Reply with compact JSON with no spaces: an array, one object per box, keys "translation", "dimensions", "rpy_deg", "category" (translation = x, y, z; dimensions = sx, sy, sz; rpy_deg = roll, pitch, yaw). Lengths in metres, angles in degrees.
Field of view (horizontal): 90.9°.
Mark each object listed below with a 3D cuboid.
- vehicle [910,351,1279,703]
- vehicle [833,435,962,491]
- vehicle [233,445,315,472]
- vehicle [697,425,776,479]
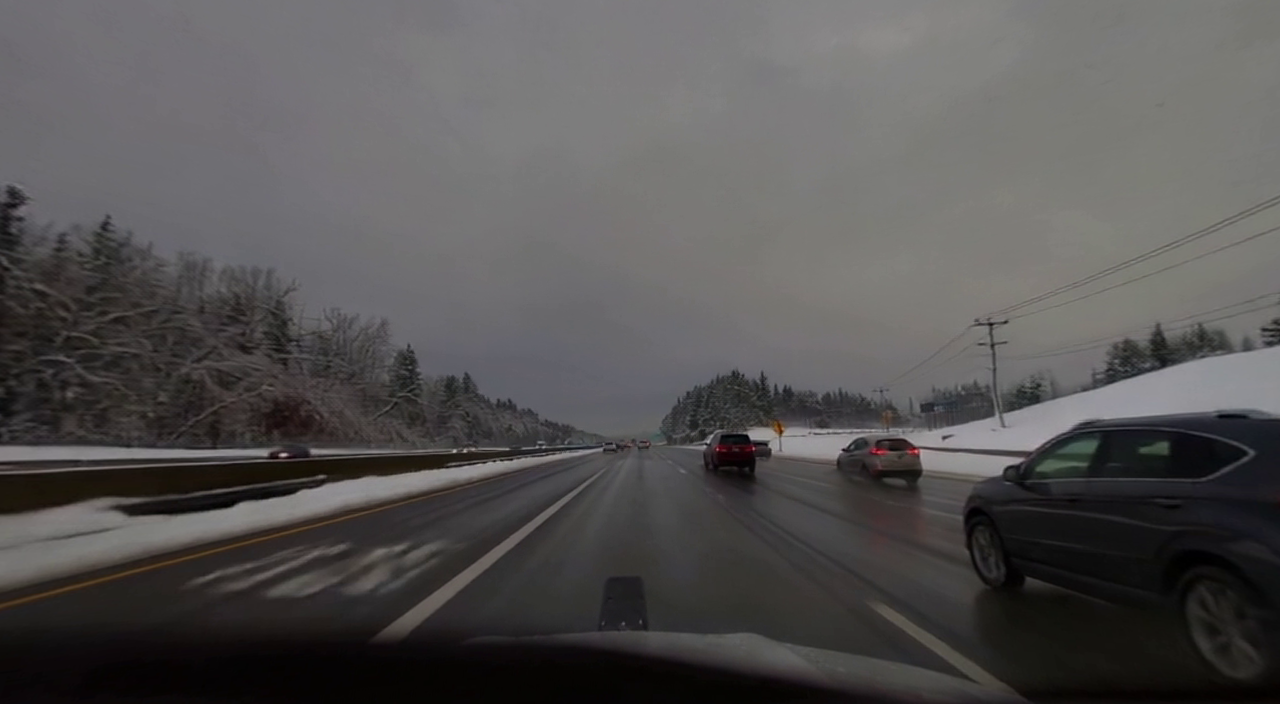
[{"translation":[3.805,1.015,4.060],"dimensions":[2.146,1.639,4.475],"rpy_deg":[-1,-8,0],"category":"vehicle"},{"translation":[7.664,3.331,19.323],"dimensions":[2.022,1.466,4.509],"rpy_deg":[-1,-8,0],"category":"vehicle"},{"translation":[-28.509,8.300,49.494],"dimensions":[2.663,1.853,6.491],"rpy_deg":[0,-8,-1],"category":"vehicle"},{"translation":[3.918,4.191,26.791],"dimensions":[2.442,2.022,5.466],"rpy_deg":[-1,-8,0],"category":"vehicle"}]
